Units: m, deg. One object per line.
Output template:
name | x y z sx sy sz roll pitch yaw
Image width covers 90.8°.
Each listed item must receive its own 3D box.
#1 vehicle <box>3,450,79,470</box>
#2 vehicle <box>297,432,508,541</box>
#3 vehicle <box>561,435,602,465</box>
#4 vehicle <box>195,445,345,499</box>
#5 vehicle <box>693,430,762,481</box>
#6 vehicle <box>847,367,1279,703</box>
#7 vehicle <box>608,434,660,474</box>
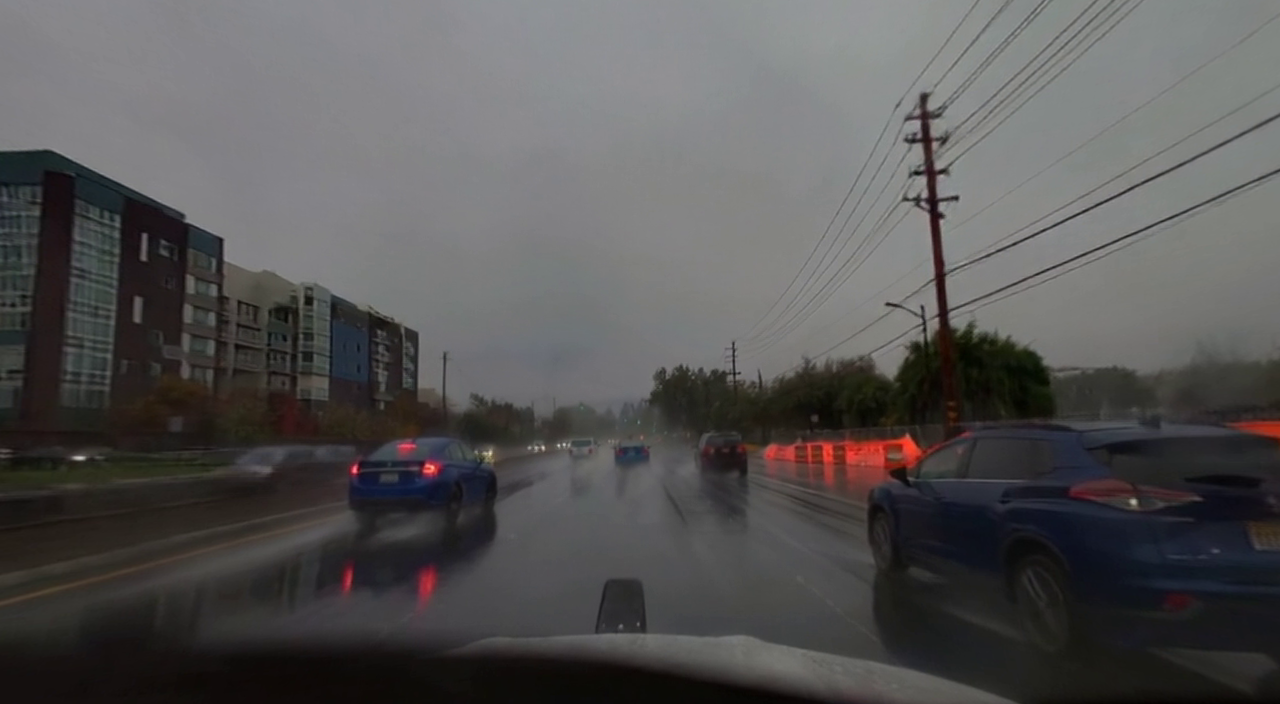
vehicle | -37.145 6.694 39.195 3.745 1.024 2.044 -5 -8 23
vehicle | -3.721 2.162 10.860 1.968 1.473 4.209 0 -8 0
vehicle | -3.777 6.435 41.533 2.190 1.832 4.417 0 -8 0
vehicle | -11.424 3.691 19.973 1.892 1.472 4.695 0 -8 0
vehicle | 3.311 4.035 24.822 2.029 1.797 4.218 0 -8 -1
vehicle | 3.149 1.139 4.481 1.975 1.598 4.025 0 -8 0
vehicle | -0.291 4.813 30.042 2.291 1.714 4.217 0 -8 0
